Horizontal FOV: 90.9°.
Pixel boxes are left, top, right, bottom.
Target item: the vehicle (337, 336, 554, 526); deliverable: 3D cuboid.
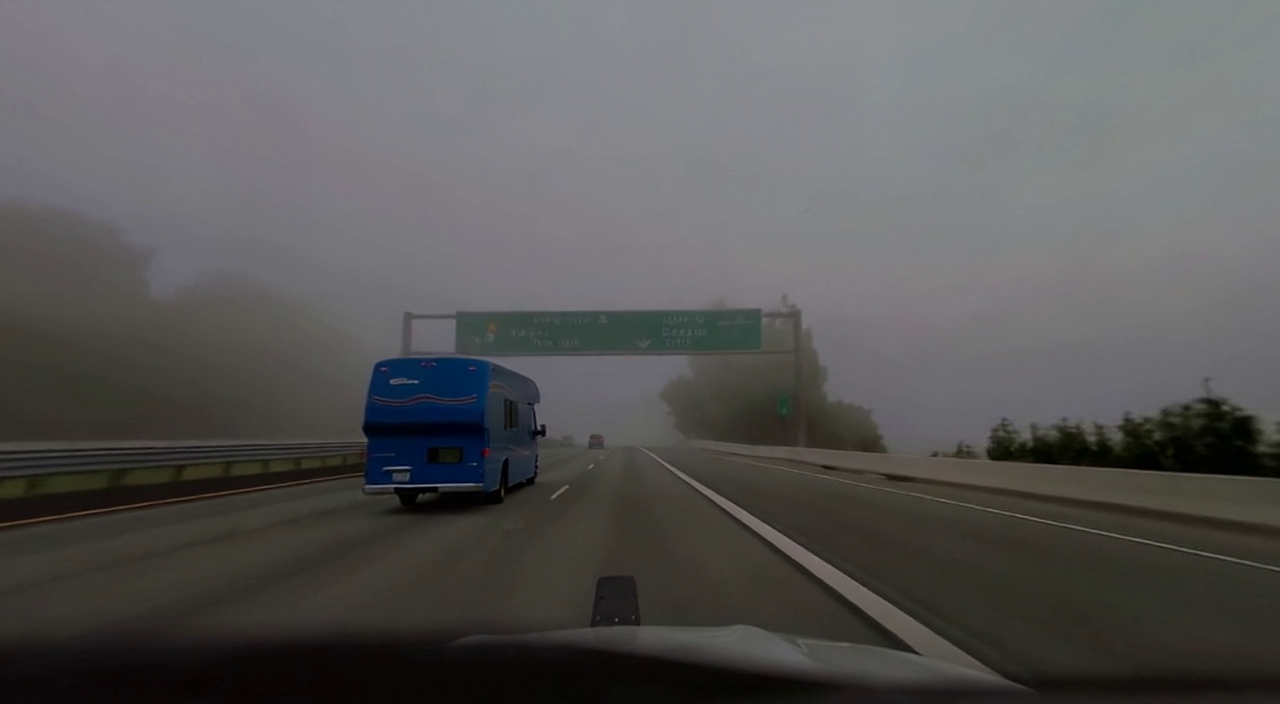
[{"bbox_3d":[-3.891,1.819,14.729,2.676,3.269,7.388,-1,-7,1],"label":"vehicle"}]
